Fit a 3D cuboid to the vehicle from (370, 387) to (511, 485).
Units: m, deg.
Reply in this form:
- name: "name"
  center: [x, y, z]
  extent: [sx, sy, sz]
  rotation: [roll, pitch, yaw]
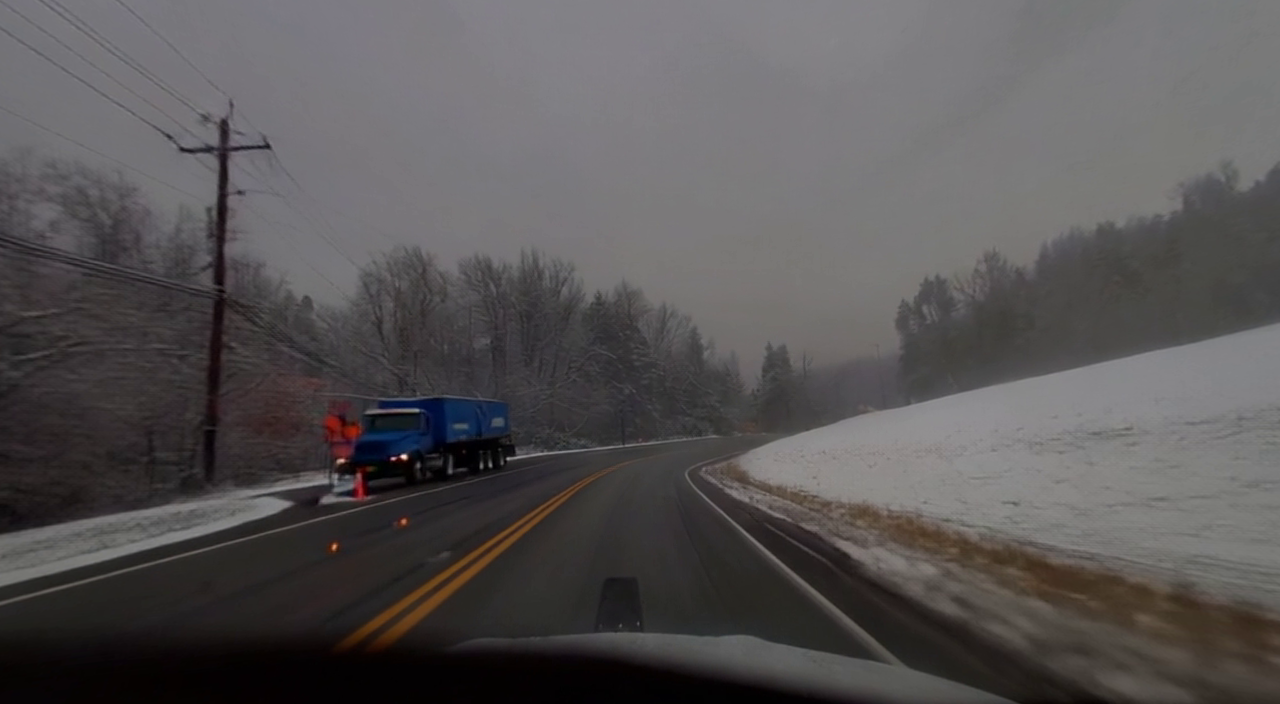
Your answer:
- name: "vehicle"
  center: [-7.641, 3.372, 25.317]
  extent: [3.031, 3.185, 7.053]
  rotation: [-4, -8, 3]
